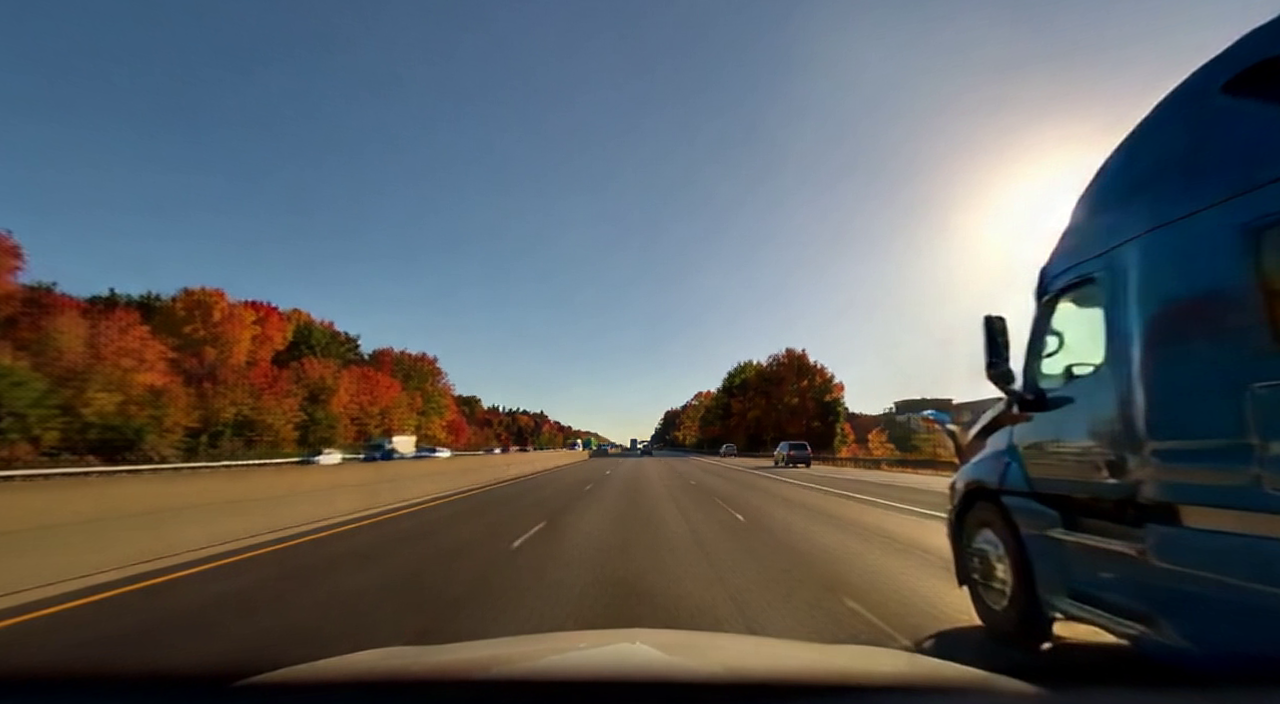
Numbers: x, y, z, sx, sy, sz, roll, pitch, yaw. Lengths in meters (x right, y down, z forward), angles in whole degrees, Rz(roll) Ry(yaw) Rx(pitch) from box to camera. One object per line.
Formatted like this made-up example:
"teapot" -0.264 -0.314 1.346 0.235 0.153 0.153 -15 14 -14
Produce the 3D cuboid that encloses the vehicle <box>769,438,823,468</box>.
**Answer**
"vehicle" 10.102 6.584 40.950 2.034 1.770 4.637 0 -9 -4

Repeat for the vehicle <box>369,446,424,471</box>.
"vehicle" -15.435 6.762 39.968 1.805 1.517 3.947 -1 -9 1

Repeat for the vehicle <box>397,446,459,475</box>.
"vehicle" -11.688 5.997 34.805 1.874 1.489 4.402 0 -9 0

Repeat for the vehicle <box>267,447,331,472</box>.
"vehicle" -22.501 7.086 41.507 1.881 1.500 4.069 -1 -9 1
